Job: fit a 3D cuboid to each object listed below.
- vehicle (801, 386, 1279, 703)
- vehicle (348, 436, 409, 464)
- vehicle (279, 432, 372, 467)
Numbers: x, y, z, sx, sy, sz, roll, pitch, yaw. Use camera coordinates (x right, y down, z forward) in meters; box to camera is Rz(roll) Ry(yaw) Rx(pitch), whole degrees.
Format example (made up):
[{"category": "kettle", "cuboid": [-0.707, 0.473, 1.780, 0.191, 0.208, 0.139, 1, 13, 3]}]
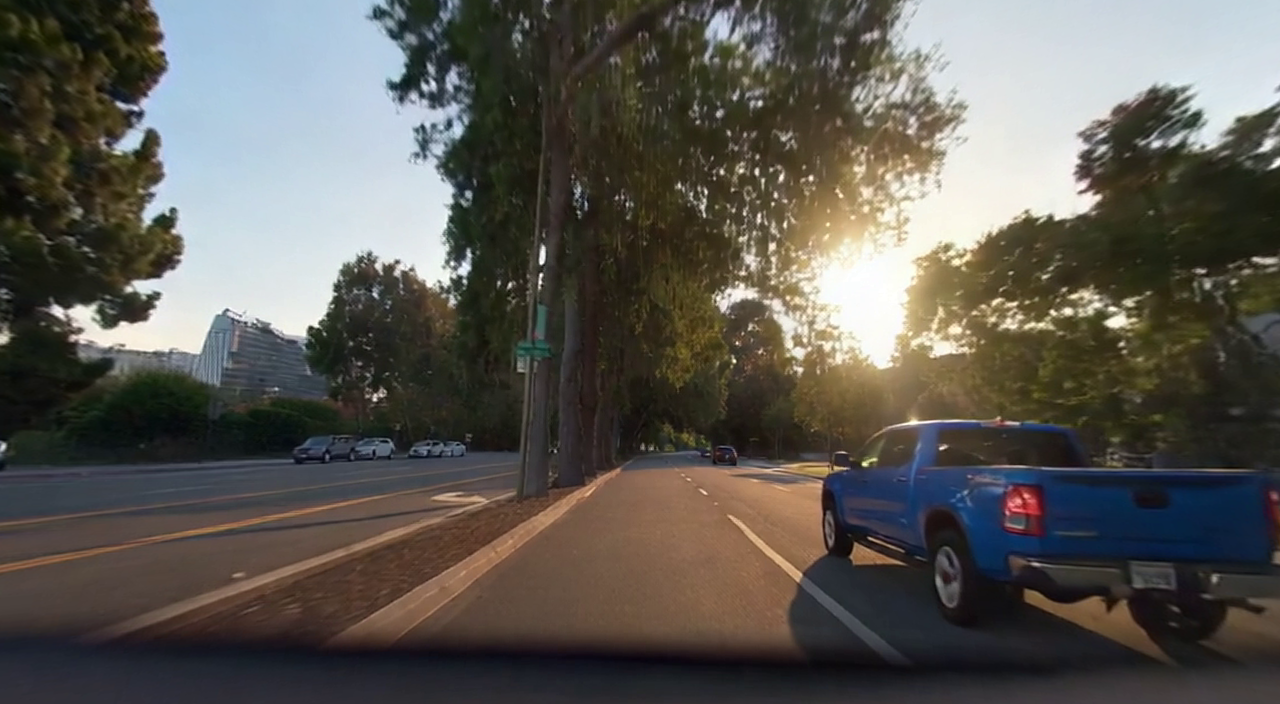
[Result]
[{"category": "vehicle", "cuboid": [3.112, 1.374, 5.630, 2.108, 1.712, 4.616, 0, -8, 0]}, {"category": "vehicle", "cuboid": [-18.060, 6.763, 43.758, 2.051, 1.821, 4.721, 0, -8, 2]}, {"category": "vehicle", "cuboid": [-18.242, 5.712, 37.007, 2.398, 1.883, 5.729, -1, -8, 2]}]
